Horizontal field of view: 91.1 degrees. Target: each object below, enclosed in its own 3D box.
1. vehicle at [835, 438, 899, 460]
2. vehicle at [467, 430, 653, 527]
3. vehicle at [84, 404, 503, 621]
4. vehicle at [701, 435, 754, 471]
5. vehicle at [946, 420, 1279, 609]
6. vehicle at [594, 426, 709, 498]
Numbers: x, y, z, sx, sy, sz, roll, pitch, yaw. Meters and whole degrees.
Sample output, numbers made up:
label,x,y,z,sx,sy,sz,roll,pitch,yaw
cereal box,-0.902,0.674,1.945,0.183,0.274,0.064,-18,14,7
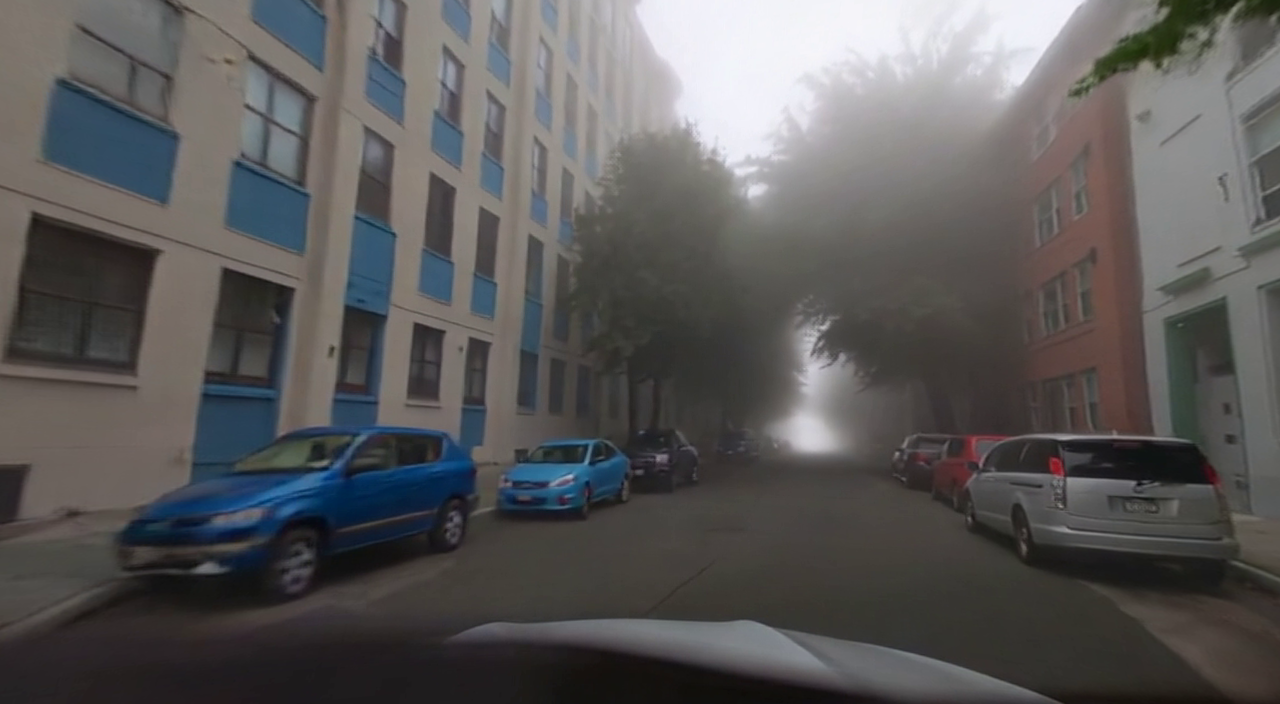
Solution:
label,x,y,z,sx,sy,sz,roll,pitch,yaw
vehicle,15.799,6.756,43.817,3.657,1.475,1.930,1,-8,-3
vehicle,-1.221,2.206,11.764,1.830,1.427,4.294,-2,-8,17
vehicle,-3.001,1.377,6.345,1.719,1.519,3.414,-2,-8,15
vehicle,4.054,4.553,28.694,1.840,1.493,3.761,-2,-8,17
vehicle,5.278,1.706,7.737,1.883,1.615,4.234,-2,-8,15
vehicle,0.467,2.821,16.747,1.942,1.629,4.302,-2,-8,17
